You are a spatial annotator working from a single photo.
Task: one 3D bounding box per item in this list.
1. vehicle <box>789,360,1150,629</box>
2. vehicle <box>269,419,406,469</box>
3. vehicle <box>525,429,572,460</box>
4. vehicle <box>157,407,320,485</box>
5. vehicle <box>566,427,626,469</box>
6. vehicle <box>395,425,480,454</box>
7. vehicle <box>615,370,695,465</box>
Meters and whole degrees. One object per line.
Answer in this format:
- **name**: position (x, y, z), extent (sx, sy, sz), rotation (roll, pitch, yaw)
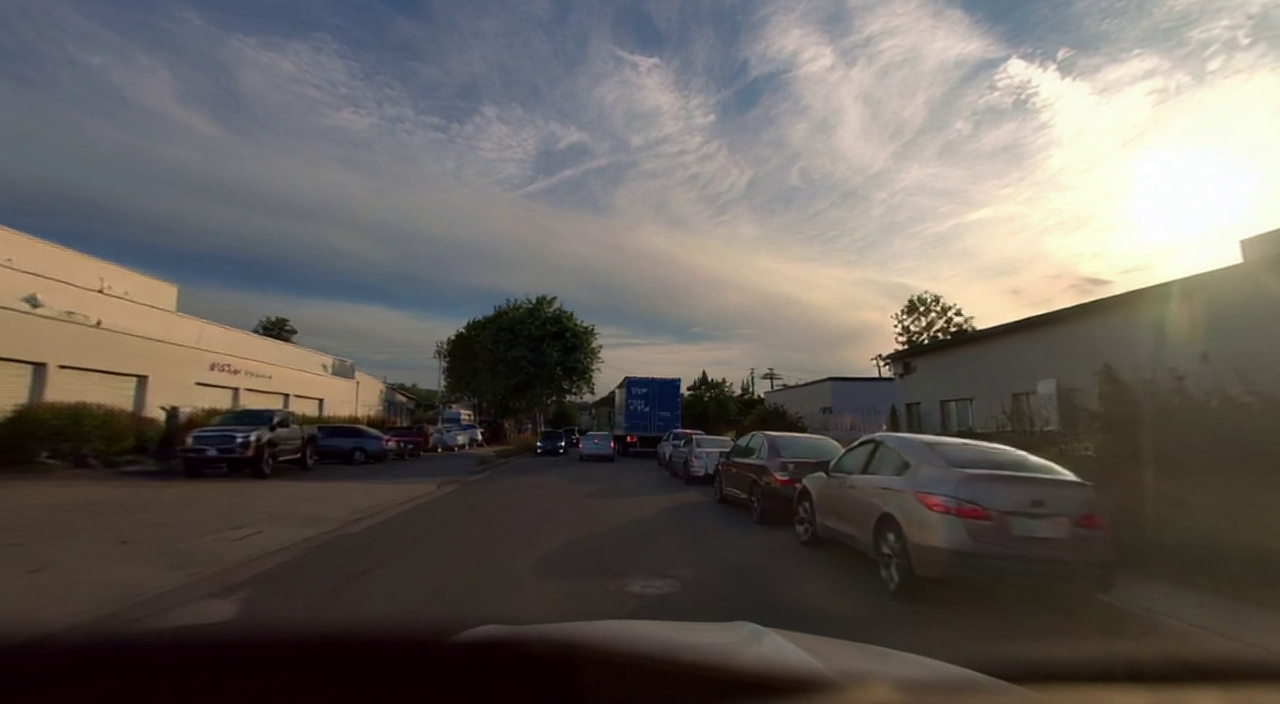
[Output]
- **vehicle**: position (2.544, 1.115, 5.499), extent (1.686, 1.786, 2.276), rotation (0, -8, -6)
- **vehicle**: position (-9.724, 2.991, 20.531), extent (3.569, 1.520, 1.797), rotation (1, -7, -7)
- **vehicle**: position (-4.733, 4.836, 33.161), extent (1.989, 1.481, 4.008), rotation (0, -7, -2)
- **vehicle**: position (-10.259, 2.428, 16.584), extent (1.996, 1.719, 4.382), rotation (3, -8, -10)
- **vehicle**: position (-1.745, 3.771, 25.072), extent (2.160, 1.498, 3.909), rotation (1, -7, -4)
- **vehicle**: position (-10.844, 4.706, 33.948), extent (4.015, 1.461, 1.903), rotation (1, -7, -8)
- **vehicle**: position (0.379, 3.773, 34.595), extent (2.865, 4.113, 14.471), rotation (1, -7, -5)
